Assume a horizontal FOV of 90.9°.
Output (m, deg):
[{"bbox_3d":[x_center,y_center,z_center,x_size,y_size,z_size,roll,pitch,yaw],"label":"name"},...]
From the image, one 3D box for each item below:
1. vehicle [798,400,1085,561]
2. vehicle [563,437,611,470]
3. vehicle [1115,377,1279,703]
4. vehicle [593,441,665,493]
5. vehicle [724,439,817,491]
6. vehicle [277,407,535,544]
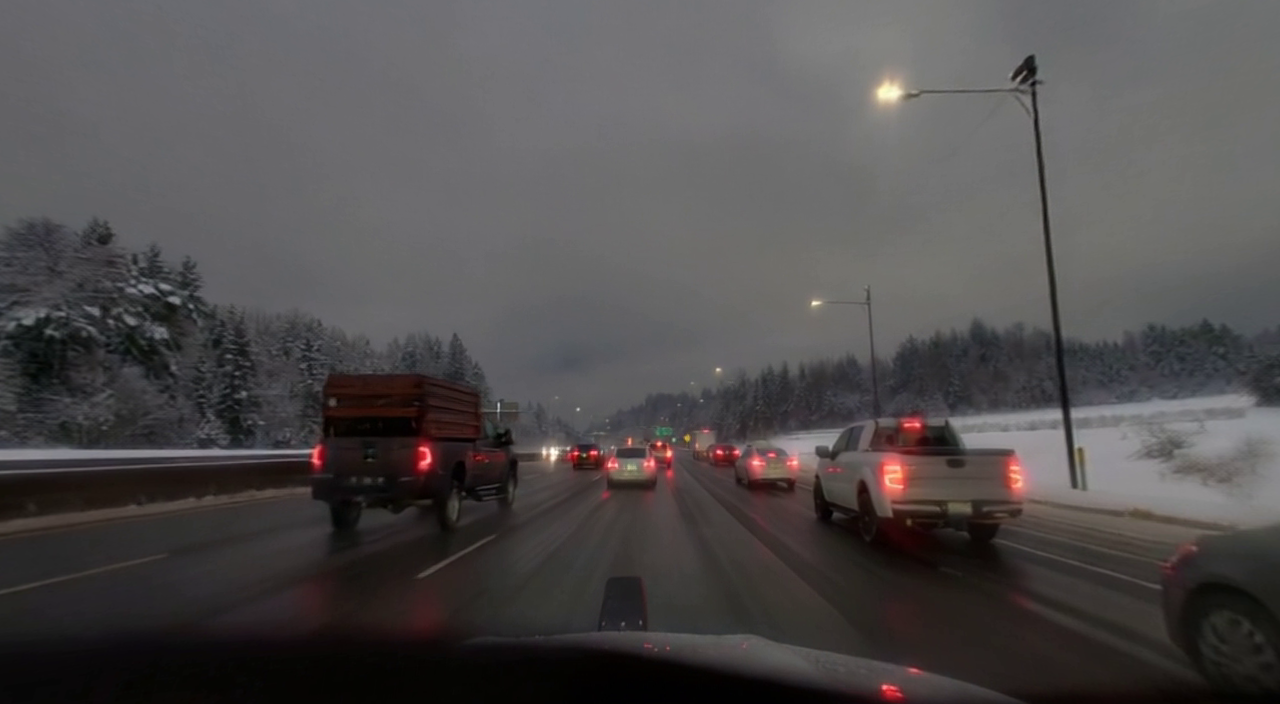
[{"bbox_3d":[3.937,1.766,9.368,1.999,1.777,4.578,0,-8,1],"label":"vehicle"},{"bbox_3d":[-3.082,6.083,38.076,2.110,1.811,5.585,-1,-8,4],"label":"vehicle"},{"bbox_3d":[3.645,0.683,1.183,1.984,1.567,4.475,0,-8,0],"label":"vehicle"},{"bbox_3d":[-0.241,3.618,20.222,2.070,1.456,4.029,0,-8,2],"label":"vehicle"},{"bbox_3d":[4.089,3.631,20.622,1.907,1.474,4.840,0,-8,-2],"label":"vehicle"},{"bbox_3d":[-3.798,2.179,11.918,2.395,1.892,5.995,0,-8,2],"label":"vehicle"}]
